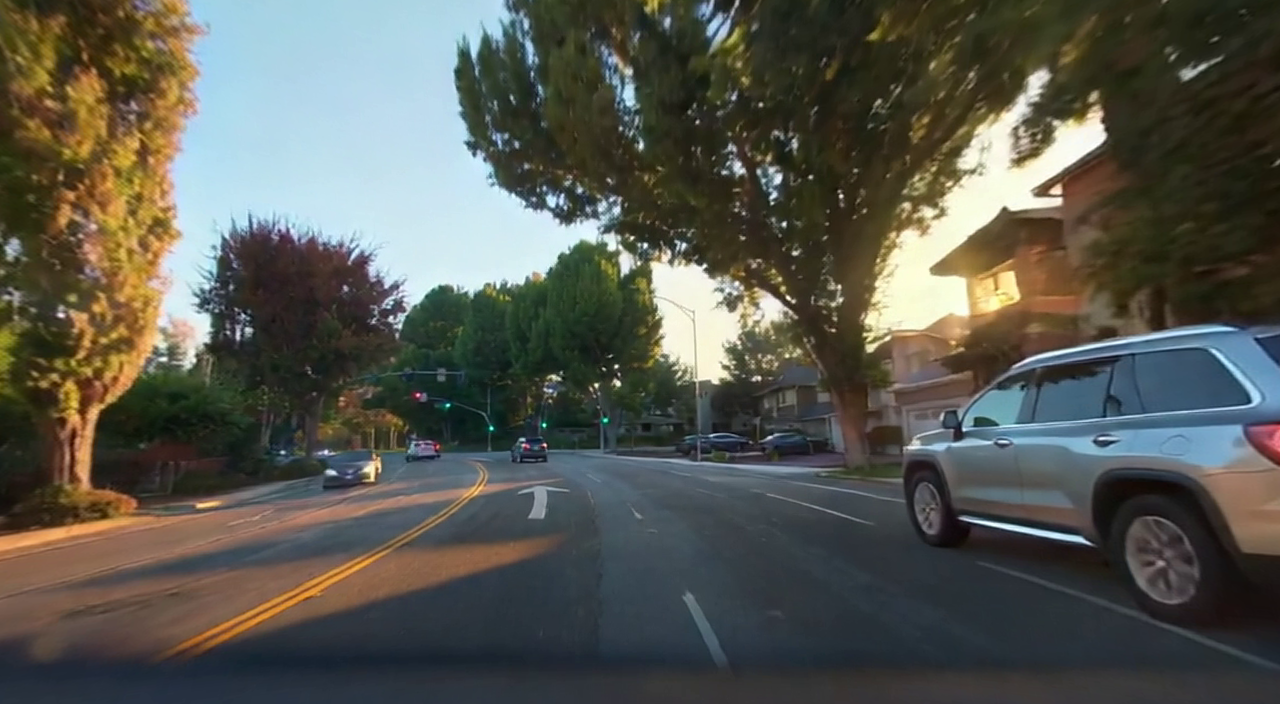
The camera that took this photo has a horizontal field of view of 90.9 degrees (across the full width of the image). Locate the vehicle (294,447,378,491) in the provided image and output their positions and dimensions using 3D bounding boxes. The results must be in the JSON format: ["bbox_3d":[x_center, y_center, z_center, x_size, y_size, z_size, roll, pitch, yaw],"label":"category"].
[{"bbox_3d":[-11.417,4.358,23.997,2.090,1.446,4.483,1,-9,-16],"label":"vehicle"}]

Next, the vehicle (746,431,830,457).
[{"bbox_3d":[8.784,5.460,37.500,4.426,1.461,1.996,2,-9,-20],"label":"vehicle"}]

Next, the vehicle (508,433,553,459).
[{"bbox_3d":[-7.942,6.784,45.308,2.138,1.729,4.178,3,-9,-25],"label":"vehicle"}]

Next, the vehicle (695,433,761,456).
[{"bbox_3d":[6.286,6.624,45.349,4.169,1.527,2.053,2,-9,-18],"label":"vehicle"}]

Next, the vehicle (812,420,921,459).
[{"bbox_3d":[11.343,4.405,31.665,4.656,1.710,1.950,-1,-9,-12],"label":"vehicle"}]

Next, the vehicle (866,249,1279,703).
[{"bbox_3d":[4.051,0.897,5.107,2.338,2.063,5.592,-1,-8,0],"label":"vehicle"}]
